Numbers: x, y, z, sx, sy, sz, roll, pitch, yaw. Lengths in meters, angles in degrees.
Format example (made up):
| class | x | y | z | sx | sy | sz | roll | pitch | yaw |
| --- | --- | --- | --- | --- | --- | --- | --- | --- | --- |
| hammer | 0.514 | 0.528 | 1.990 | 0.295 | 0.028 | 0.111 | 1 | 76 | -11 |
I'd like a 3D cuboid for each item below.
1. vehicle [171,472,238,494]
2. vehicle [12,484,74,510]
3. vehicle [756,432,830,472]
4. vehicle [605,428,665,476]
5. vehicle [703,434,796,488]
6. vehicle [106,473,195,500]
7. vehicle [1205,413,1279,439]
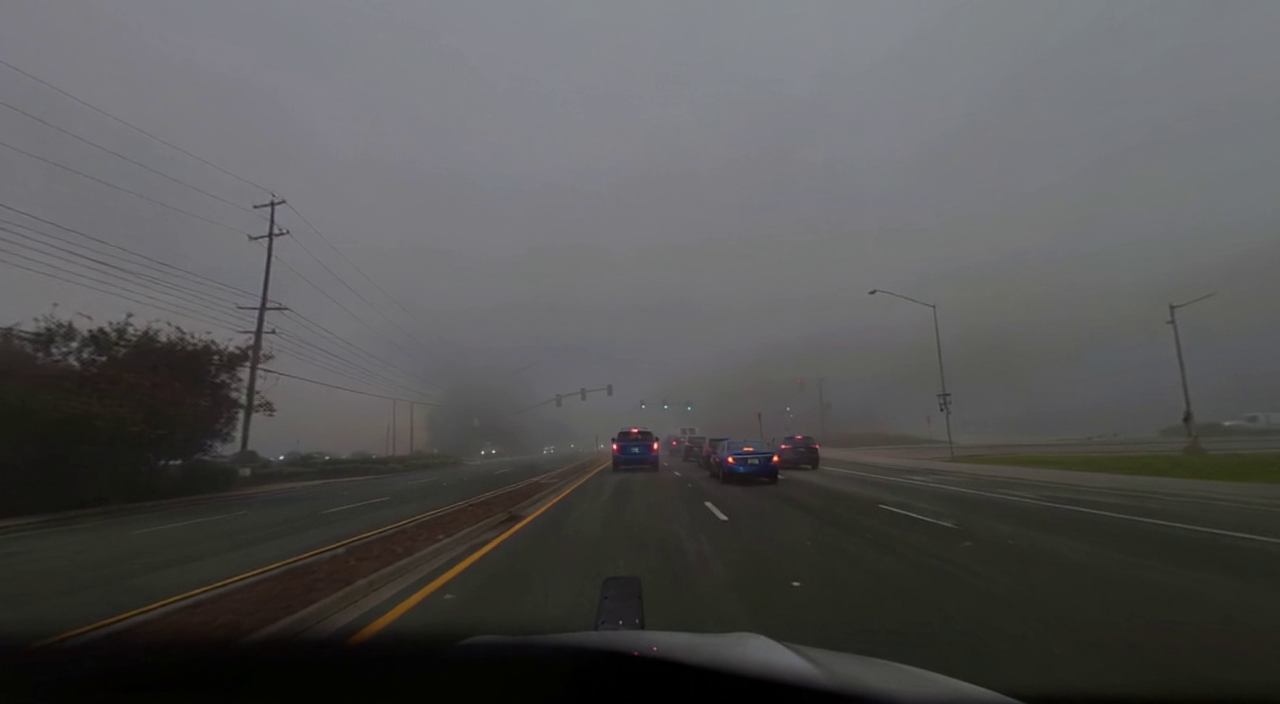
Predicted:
| class | x | y | z | sx | sy | sz | roll | pitch | yaw |
| --- | --- | --- | --- | --- | --- | --- | --- | --- | --- |
| vehicle | -33.576 | 10.108 | 48.773 | 3.637 | 1.483 | 2.007 | 1 | -7 | 0 |
| vehicle | -44.355 | 10.758 | 47.036 | 1.803 | 1.493 | 4.025 | 3 | -8 | -20 |
| vehicle | 6.886 | 4.572 | 29.013 | 2.198 | 1.678 | 4.419 | 0 | -9 | -2 |
| vehicle | -0.230 | 4.169 | 26.552 | 2.300 | 1.821 | 4.254 | 0 | -9 | -1 |
| vehicle | 3.231 | 3.346 | 19.650 | 1.984 | 1.462 | 4.513 | 0 | -9 | -1 |
| vehicle | -33.225 | 9.155 | 42.989 | 4.224 | 1.614 | 2.123 | 0 | -9 | -3 |
| vehicle | 47.825 | 5.632 | 47.800 | 7.088 | 1.918 | 2.678 | -5 | -9 | 34 |
